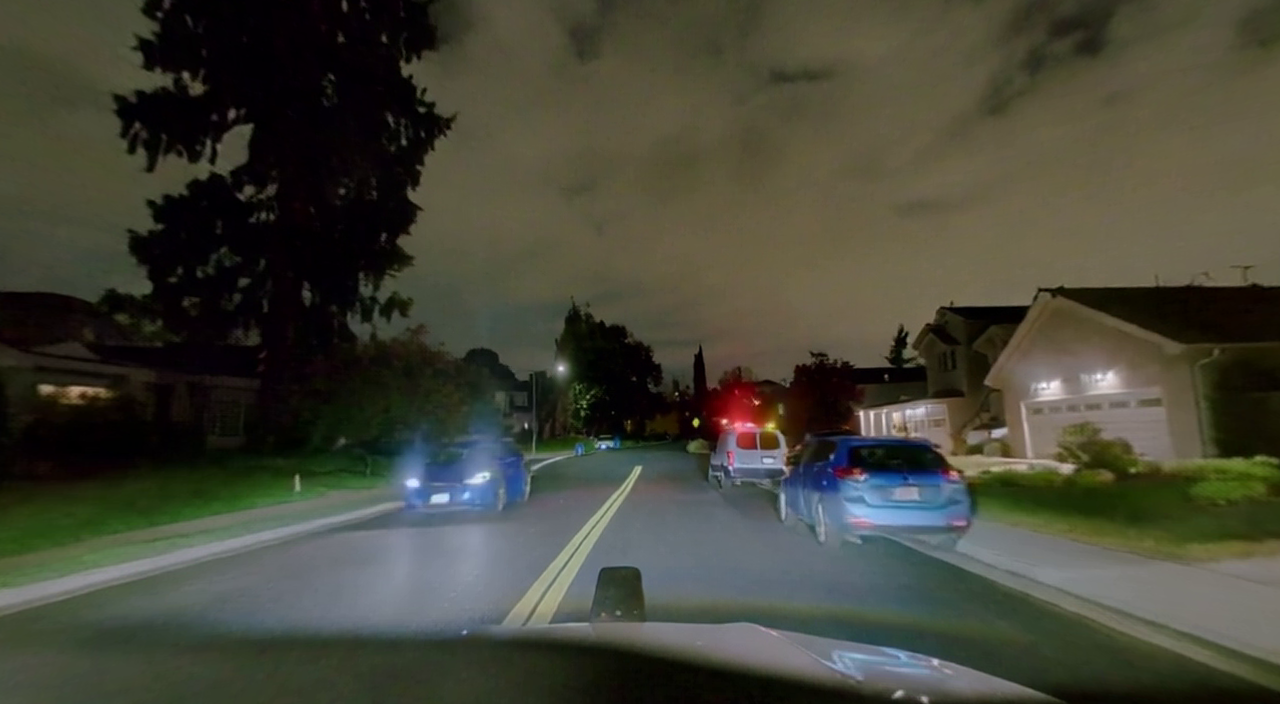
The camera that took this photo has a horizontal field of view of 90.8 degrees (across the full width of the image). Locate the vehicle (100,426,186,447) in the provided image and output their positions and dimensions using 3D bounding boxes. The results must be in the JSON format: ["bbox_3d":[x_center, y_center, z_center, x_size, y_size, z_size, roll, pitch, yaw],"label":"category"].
[{"bbox_3d":[-37.247,6.342,47.409,4.969,1.501,1.905,-1,-10,4],"label":"vehicle"}]

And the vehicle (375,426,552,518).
[{"bbox_3d":[-3.729,2.663,14.695,2.278,1.704,5.321,-1,-8,4],"label":"vehicle"}]

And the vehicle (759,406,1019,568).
[{"bbox_3d":[3.012,1.710,8.771,1.822,1.668,4.147,-1,-8,-1],"label":"vehicle"}]

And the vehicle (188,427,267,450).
[{"bbox_3d":[-30.780,6.484,47.204,4.562,1.613,1.979,-1,-9,4],"label":"vehicle"}]

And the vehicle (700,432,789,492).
[{"bbox_3d":[3.187,3.489,20.405,2.074,1.646,5.457,1,-9,1],"label":"vehicle"}]
